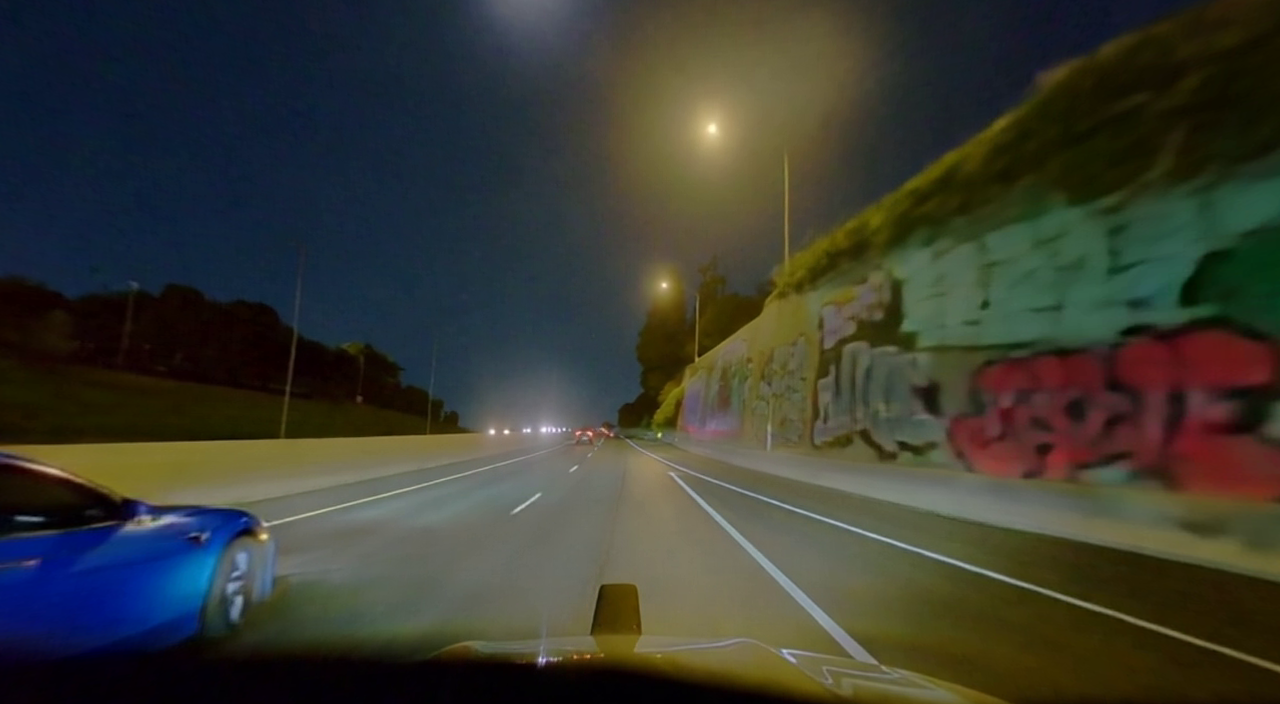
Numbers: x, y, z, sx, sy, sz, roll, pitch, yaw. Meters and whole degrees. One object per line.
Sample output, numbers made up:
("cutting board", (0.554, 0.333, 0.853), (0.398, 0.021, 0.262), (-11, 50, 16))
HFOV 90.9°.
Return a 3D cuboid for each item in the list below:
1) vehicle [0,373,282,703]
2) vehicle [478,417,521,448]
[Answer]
("vehicle", (-3.465, 0.794, 1.896), (2.108, 1.555, 4.574), (0, -8, -1))
("vehicle", (-10.941, 6.329, 49.393), (2.240, 2.254, 5.250), (1, -8, -1))
